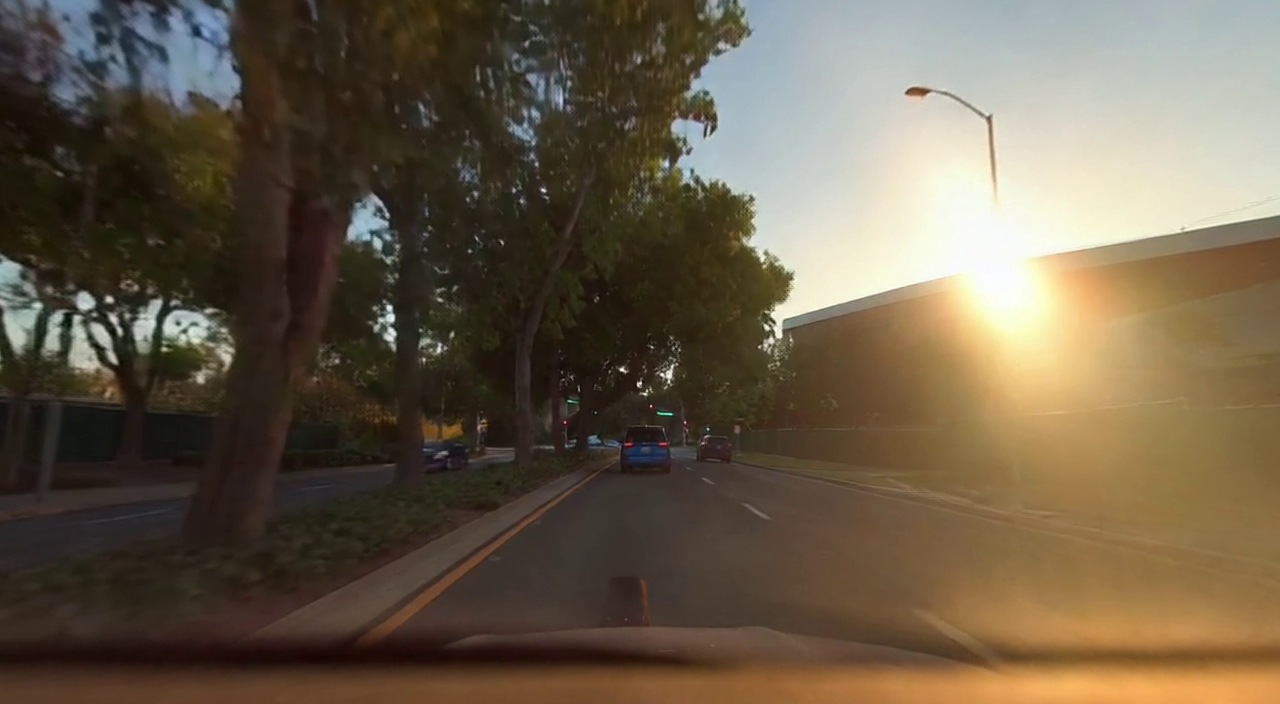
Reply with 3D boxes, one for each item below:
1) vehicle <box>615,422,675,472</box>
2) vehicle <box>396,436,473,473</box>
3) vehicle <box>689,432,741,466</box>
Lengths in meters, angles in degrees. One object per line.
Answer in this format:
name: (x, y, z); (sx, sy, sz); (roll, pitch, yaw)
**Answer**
vehicle: (0.228, 4.043, 26.938); (2.386, 1.947, 4.168); (-1, -8, 1)
vehicle: (-8.997, 4.528, 28.101); (2.028, 1.502, 4.646); (0, -8, -2)
vehicle: (3.975, 5.250, 34.167); (2.138, 1.699, 4.852); (0, -8, -1)
